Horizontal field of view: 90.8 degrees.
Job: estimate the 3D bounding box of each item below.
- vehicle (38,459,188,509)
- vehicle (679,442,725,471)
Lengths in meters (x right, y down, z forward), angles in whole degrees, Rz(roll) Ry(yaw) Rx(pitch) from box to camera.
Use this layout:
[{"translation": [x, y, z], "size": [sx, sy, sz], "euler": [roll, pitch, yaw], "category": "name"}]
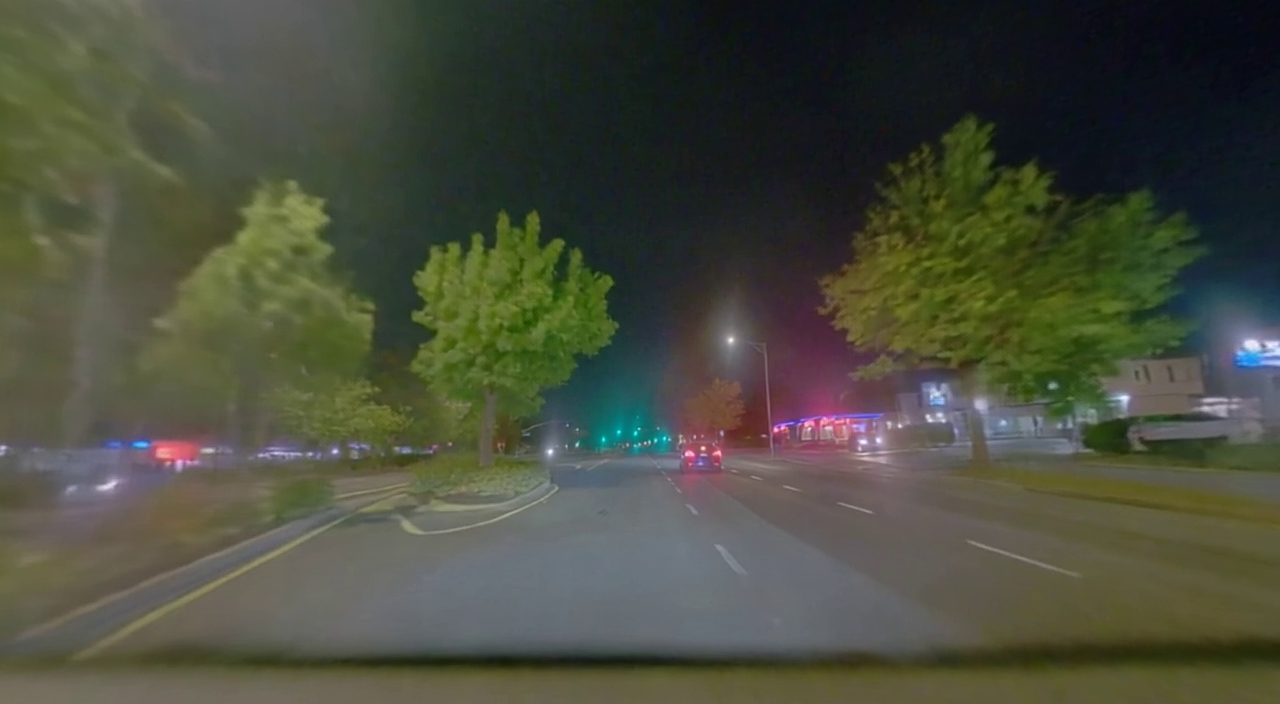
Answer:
[{"translation": [-19.677, 4.906, 23.884], "size": [1.949, 1.610, 4.279], "euler": [0, -8, 0], "category": "vehicle"}, {"translation": [3.159, 5.454, 33.200], "size": [1.929, 1.411, 4.284], "euler": [0, -8, -1], "category": "vehicle"}]
